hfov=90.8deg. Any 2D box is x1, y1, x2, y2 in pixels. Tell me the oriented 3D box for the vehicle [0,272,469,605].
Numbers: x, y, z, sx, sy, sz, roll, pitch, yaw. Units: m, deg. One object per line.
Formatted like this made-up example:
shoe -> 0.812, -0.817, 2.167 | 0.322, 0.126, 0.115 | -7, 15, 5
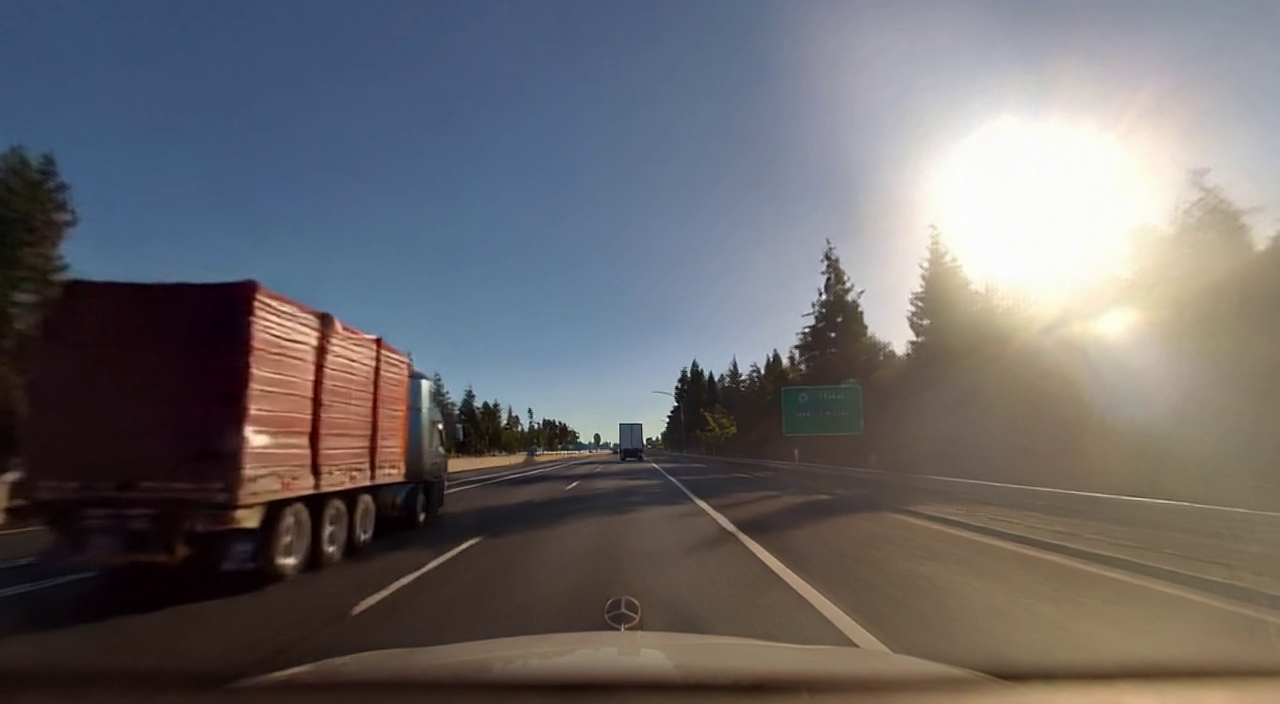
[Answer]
vehicle -> -4.382, 1.172, 8.498 | 2.368, 2.813, 6.329 | 0, -9, 0
